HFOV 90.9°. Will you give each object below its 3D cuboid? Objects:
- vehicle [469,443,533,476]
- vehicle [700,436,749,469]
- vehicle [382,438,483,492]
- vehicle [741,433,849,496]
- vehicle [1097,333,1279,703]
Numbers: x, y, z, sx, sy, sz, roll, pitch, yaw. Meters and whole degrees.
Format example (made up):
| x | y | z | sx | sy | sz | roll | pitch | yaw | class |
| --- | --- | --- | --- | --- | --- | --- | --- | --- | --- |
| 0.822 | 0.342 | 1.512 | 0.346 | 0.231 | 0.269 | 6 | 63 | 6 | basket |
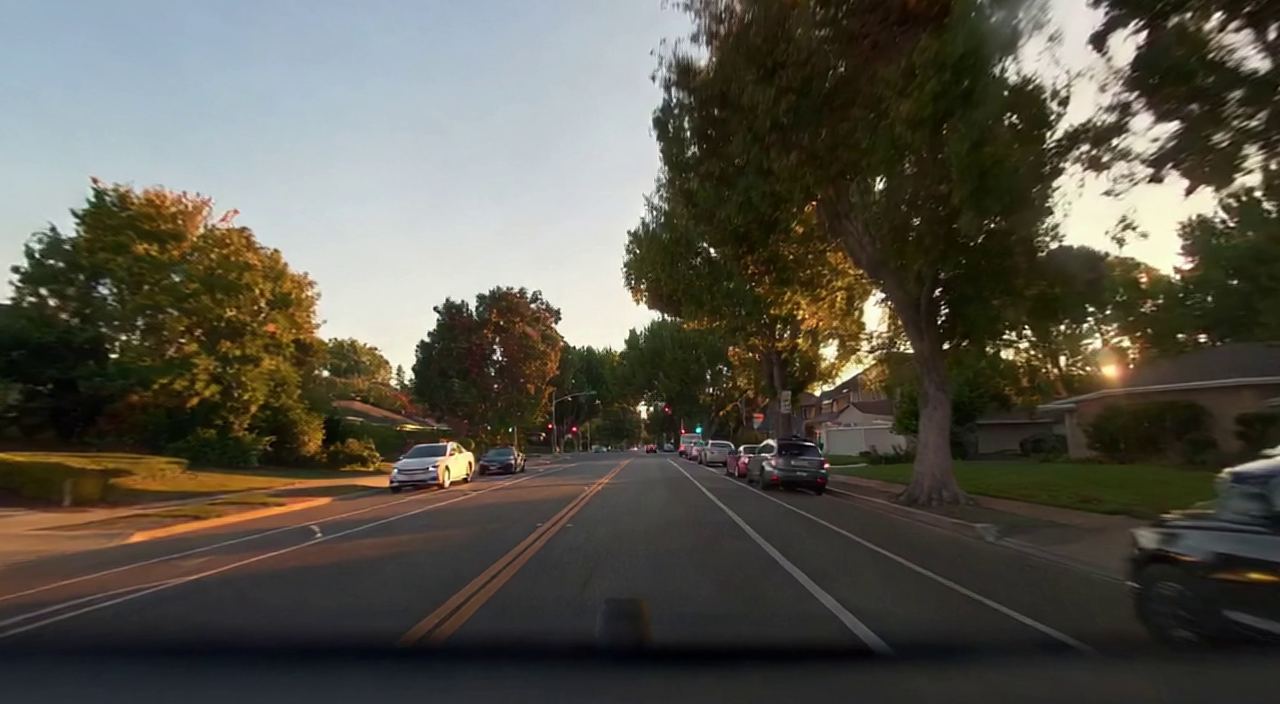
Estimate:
| x | y | z | sx | sy | sz | roll | pitch | yaw | class |
| --- | --- | --- | --- | --- | --- | --- | --- | --- | --- |
| -6.856 | 5.327 | 31.549 | 2.041 | 1.489 | 4.439 | -1 | -8 | 2 | vehicle |
| 5.013 | 6.066 | 38.253 | 2.279 | 1.829 | 4.859 | 0 | -8 | 0 | vehicle |
| -7.258 | 3.956 | 22.537 | 1.985 | 1.714 | 4.395 | -1 | -8 | 2 | vehicle |
| 4.666 | 3.476 | 19.878 | 2.118 | 1.701 | 5.067 | 0 | -8 | 0 | vehicle |
| 4.549 | 0.702 | 1.879 | 2.355 | 2.013 | 5.291 | 0 | -8 | 0 | vehicle |
